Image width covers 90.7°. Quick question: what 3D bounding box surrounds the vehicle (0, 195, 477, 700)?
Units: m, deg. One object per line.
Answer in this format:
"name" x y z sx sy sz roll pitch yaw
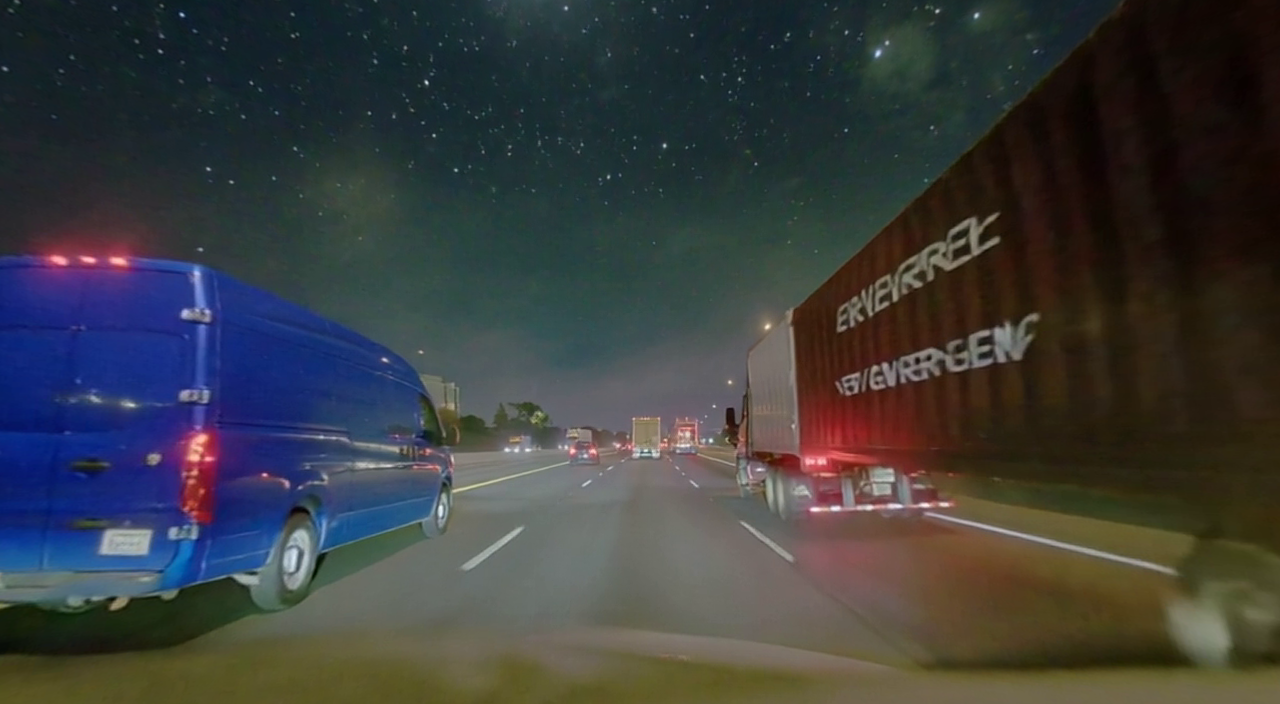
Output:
"vehicle" -3.916 0.962 6.914 2.557 2.855 6.674 0 -9 -1

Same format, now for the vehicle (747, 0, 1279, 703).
"vehicle" 3.997 0.475 7.860 2.951 3.974 13.340 0 -8 0

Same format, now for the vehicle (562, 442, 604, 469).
"vehicle" -3.370 6.228 38.274 2.024 1.472 4.014 -1 -8 2
